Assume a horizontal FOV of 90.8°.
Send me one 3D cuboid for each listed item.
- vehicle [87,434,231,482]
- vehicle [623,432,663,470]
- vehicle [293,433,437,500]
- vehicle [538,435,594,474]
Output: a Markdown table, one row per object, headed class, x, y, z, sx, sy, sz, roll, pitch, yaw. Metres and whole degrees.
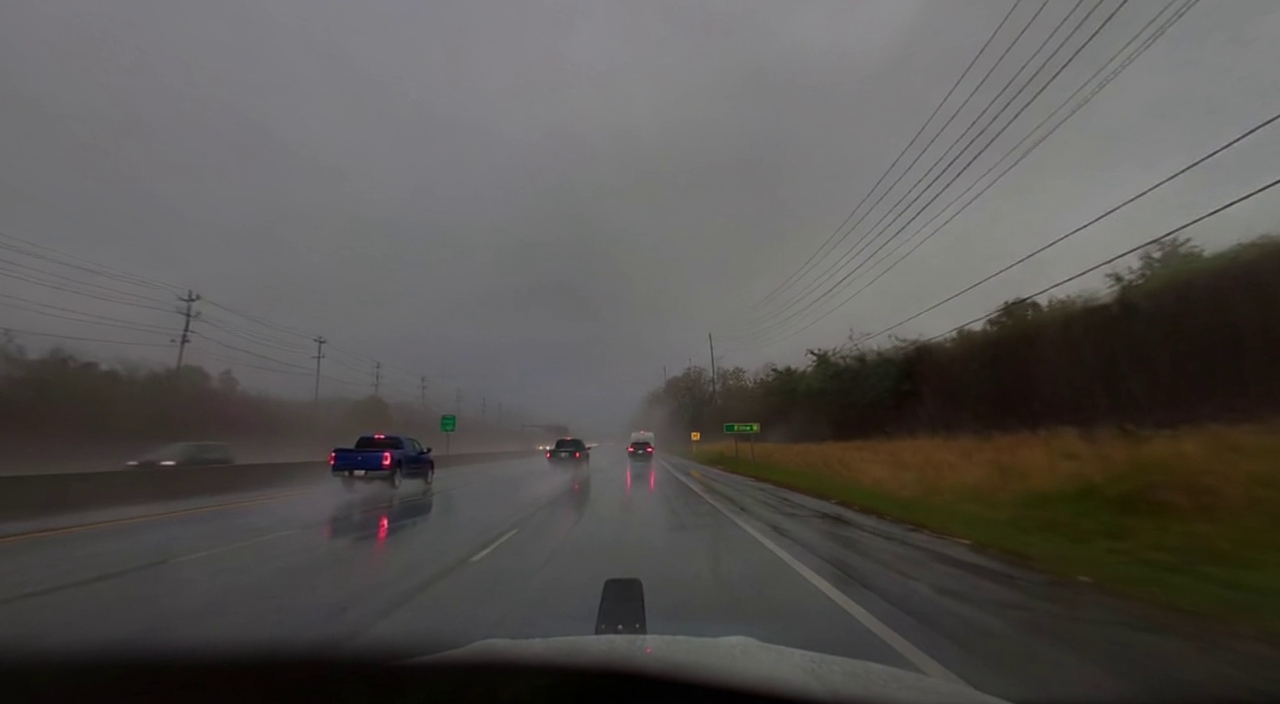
| class | x | y | z | sx | sy | sz | roll | pitch | yaw |
| --- | --- | --- | --- | --- | --- | --- | --- | --- | --- |
| vehicle | -21.065 | 4.650 | 28.043 | 2.146 | 1.906 | 5.388 | 0 | -9 | 0 |
| vehicle | 0.189 | 6.137 | 39.258 | 2.358 | 2.144 | 4.713 | 0 | -9 | 0 |
| vehicle | -7.423 | 3.133 | 17.651 | 2.013 | 1.609 | 4.446 | 0 | -9 | 0 |
| vehicle | -3.694 | 5.240 | 32.354 | 2.204 | 1.812 | 5.289 | 0 | -9 | 0 |
